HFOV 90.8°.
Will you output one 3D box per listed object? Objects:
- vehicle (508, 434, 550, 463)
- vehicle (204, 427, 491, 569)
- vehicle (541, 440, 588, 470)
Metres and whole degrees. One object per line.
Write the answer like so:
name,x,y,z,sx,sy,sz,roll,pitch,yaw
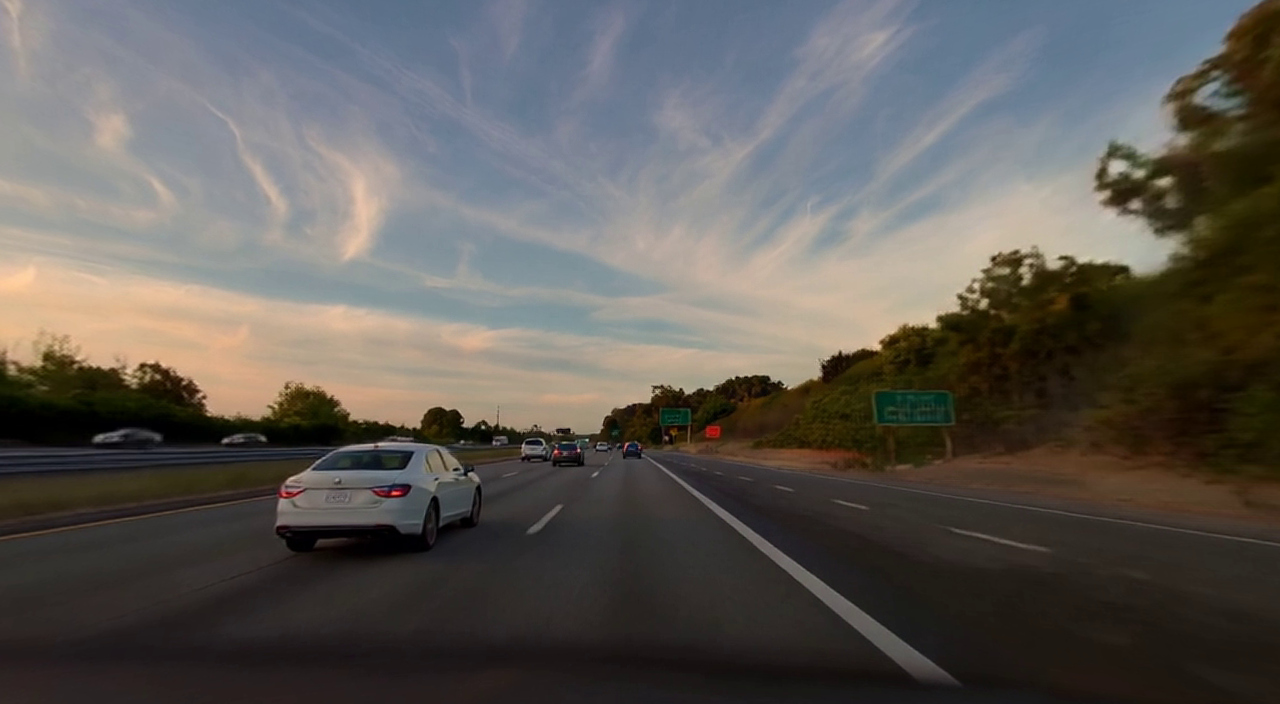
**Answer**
vehicle,-7.970,6.992,45.791,2.171,1.982,5.246,0,-8,-1
vehicle,-3.666,1.892,9.050,2.025,1.506,4.429,0,-8,-1
vehicle,-4.003,5.539,34.115,2.068,1.501,4.395,0,-8,-1
